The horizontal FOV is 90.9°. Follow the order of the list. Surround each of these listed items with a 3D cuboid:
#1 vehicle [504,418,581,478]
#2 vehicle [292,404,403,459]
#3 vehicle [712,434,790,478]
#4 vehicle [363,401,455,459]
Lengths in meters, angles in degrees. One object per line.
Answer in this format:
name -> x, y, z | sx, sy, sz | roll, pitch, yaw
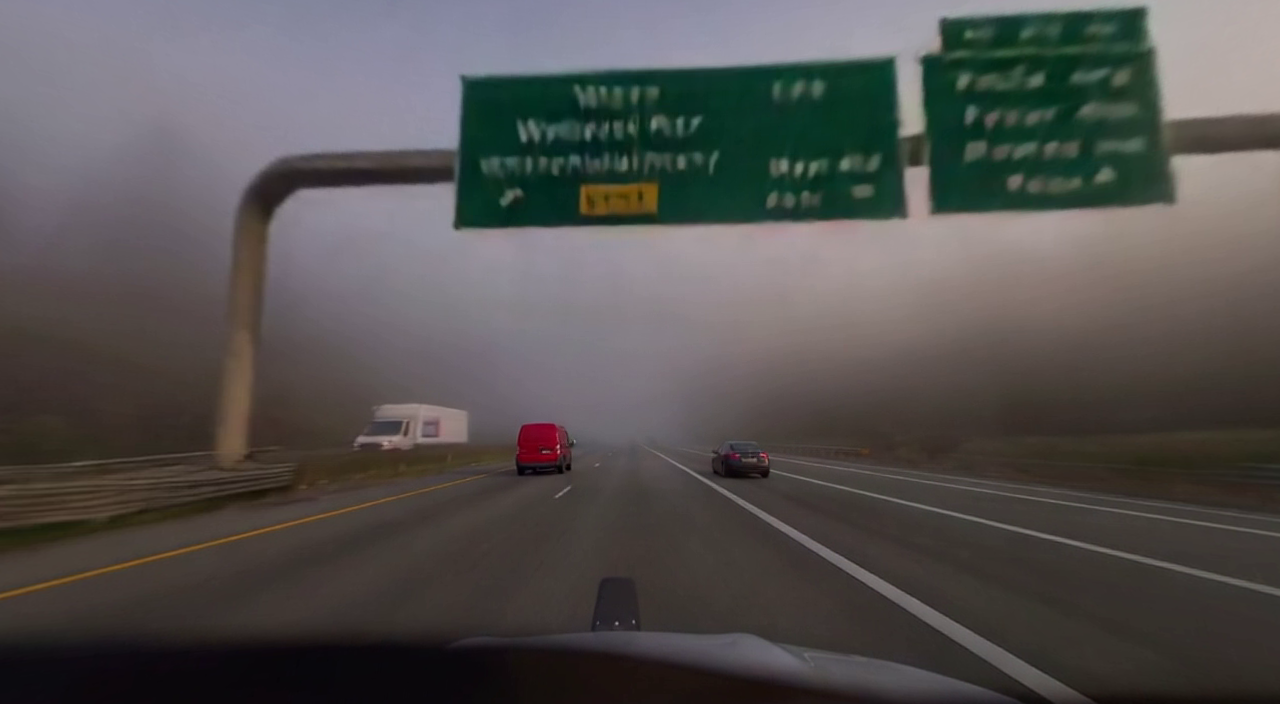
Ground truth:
vehicle -> -3.588, 3.640, 24.231 | 2.275, 2.053, 5.082 | 0, -8, -1
vehicle -> -20.900, 5.851, 46.117 | 2.990, 3.561, 10.471 | 0, -8, 1
vehicle -> 3.914, 3.738, 22.980 | 2.020, 1.464, 3.803 | 0, -8, -2
vehicle -> -16.659, 5.814, 46.615 | 2.954, 3.813, 10.753 | 0, -8, -1
